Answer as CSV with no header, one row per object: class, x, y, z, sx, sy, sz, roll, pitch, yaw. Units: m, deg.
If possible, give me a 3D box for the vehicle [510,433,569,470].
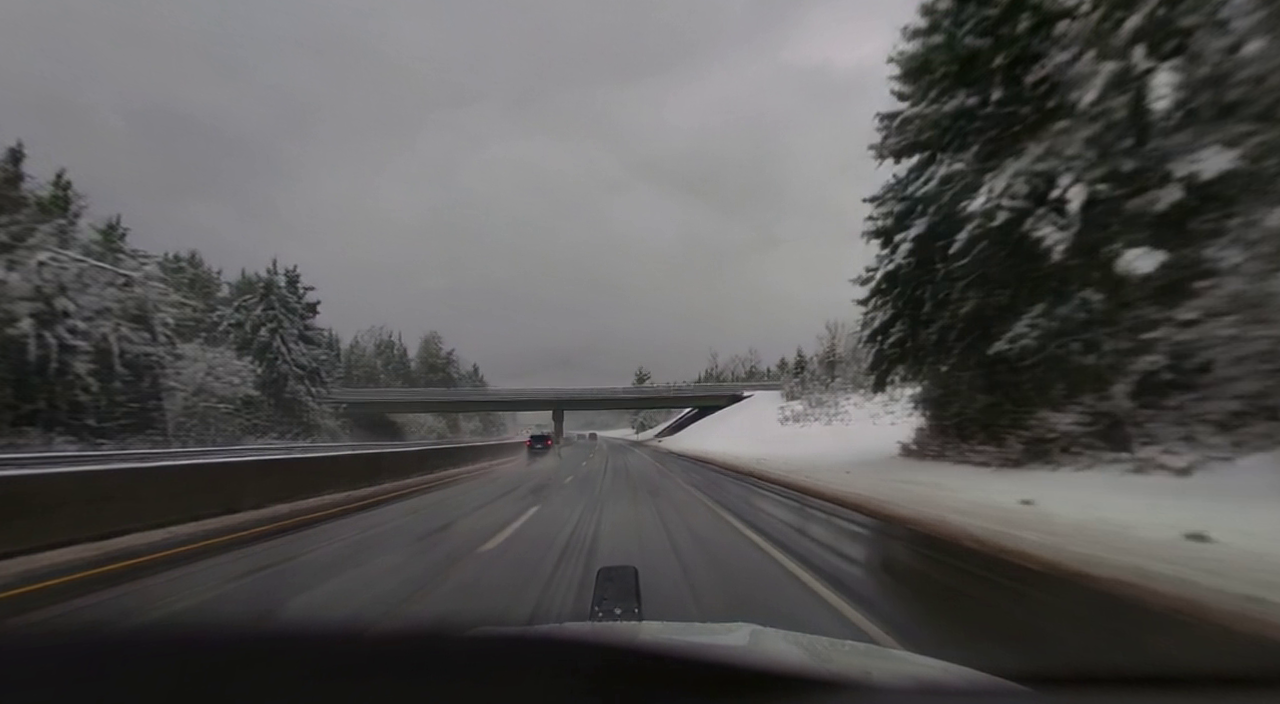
vehicle,-4.429,4.418,28.302,2.005,1.509,4.260,0,-8,-1
